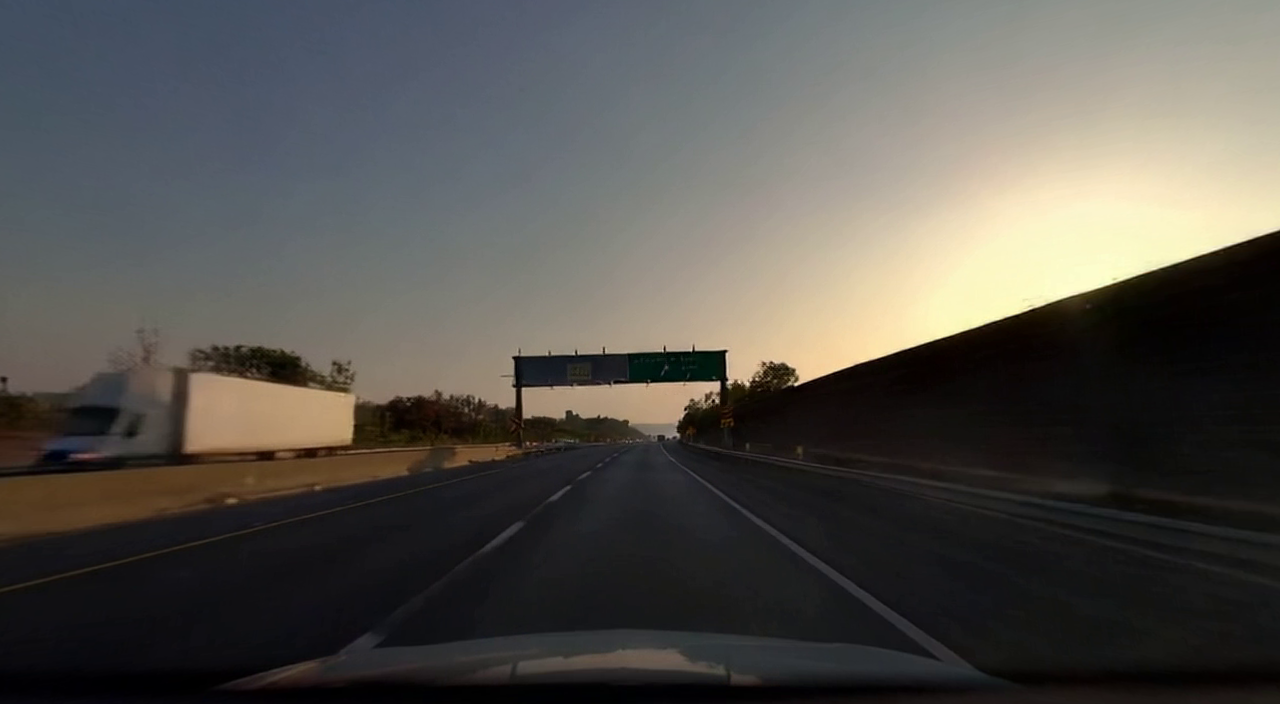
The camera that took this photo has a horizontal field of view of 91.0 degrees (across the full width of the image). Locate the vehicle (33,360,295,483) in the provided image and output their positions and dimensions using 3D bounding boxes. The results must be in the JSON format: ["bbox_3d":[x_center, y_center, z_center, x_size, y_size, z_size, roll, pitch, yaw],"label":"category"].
[{"bbox_3d":[-20.580,3.338,28.826,3.021,4.464,11.262,-1,-8,1],"label":"vehicle"}]

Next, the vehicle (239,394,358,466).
[{"bbox_3d":[-20.565,4.849,38.617,2.832,3.938,7.643,-1,-8,1],"label":"vehicle"}]
